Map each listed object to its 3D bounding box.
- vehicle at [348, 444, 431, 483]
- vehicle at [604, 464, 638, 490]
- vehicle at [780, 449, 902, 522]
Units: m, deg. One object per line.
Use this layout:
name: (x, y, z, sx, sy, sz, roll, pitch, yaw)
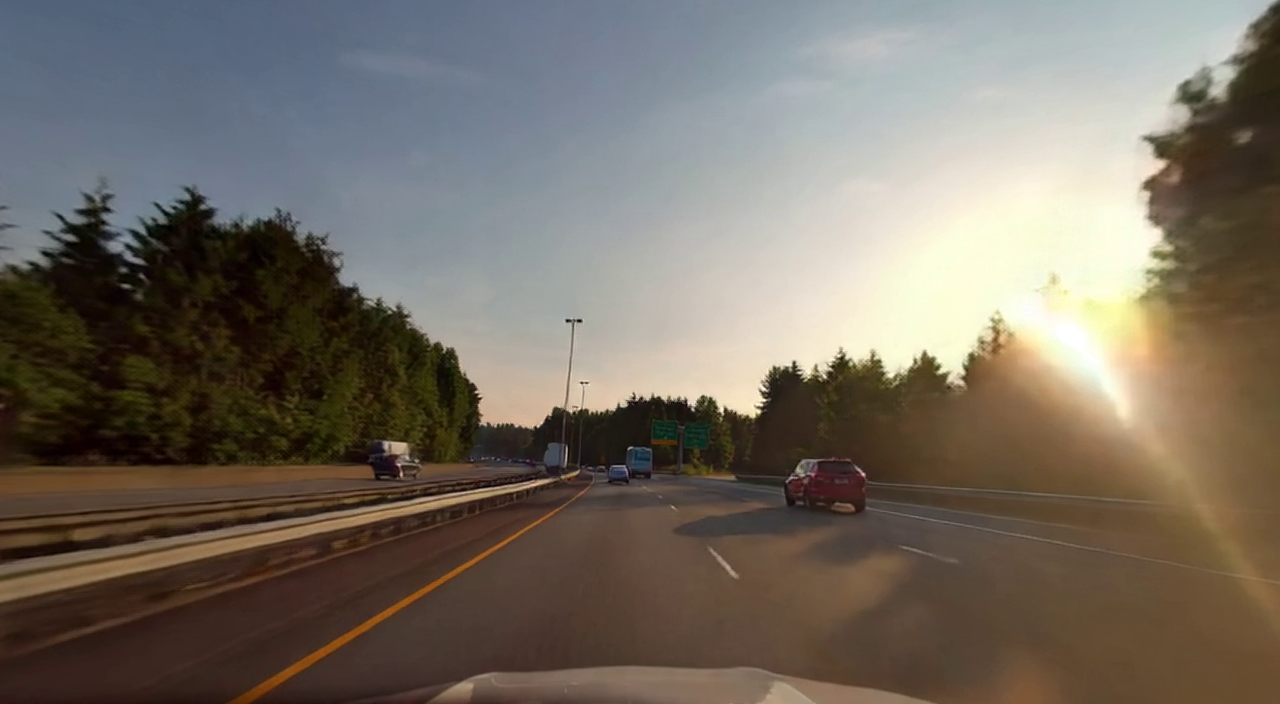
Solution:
vehicle: (-11.704, 5.295, 29.848, 1.952, 1.618, 4.859, 2, -10, -1)
vehicle: (-1.194, 7.654, 38.802, 1.987, 1.467, 3.903, 2, -10, -2)
vehicle: (5.654, 3.845, 18.482, 1.998, 1.776, 4.663, 2, -10, -1)
